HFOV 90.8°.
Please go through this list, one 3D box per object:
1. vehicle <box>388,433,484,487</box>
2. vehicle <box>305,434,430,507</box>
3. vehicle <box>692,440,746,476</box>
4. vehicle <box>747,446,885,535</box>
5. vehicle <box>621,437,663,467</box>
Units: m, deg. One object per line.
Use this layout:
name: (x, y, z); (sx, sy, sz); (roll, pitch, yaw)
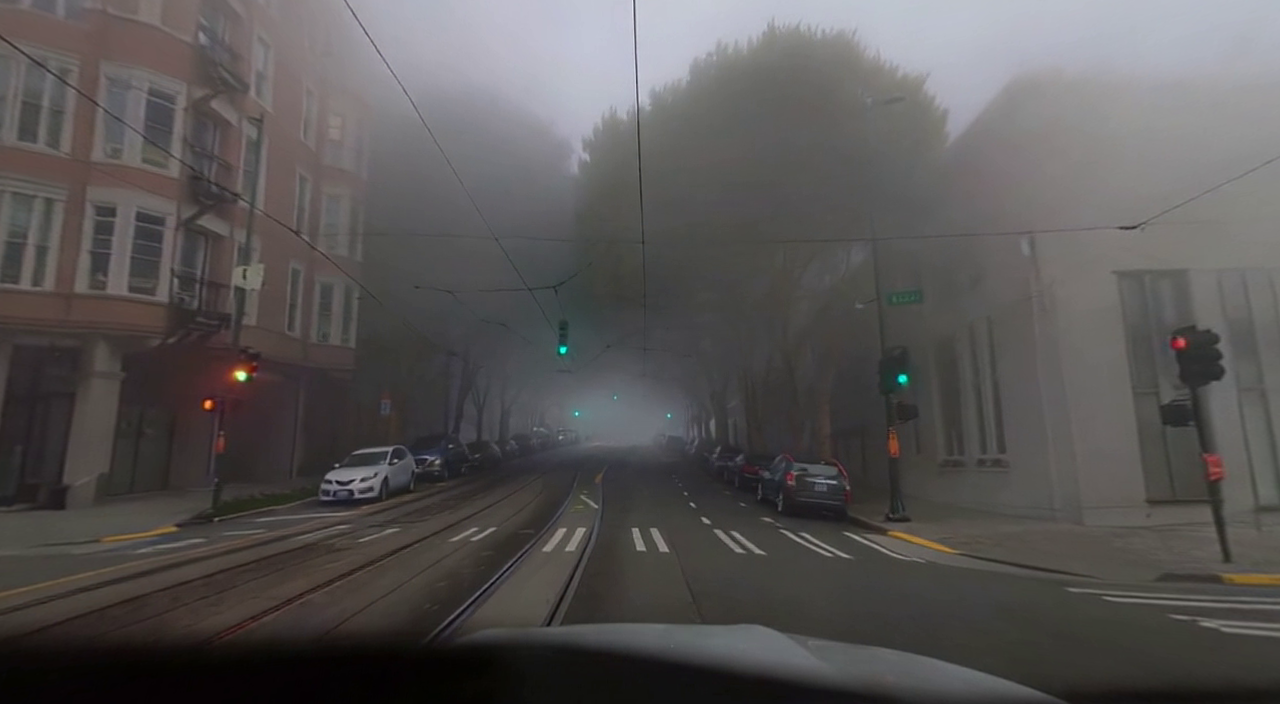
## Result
vehicle: (-7.383, 3.989, 23.410); (1.861, 1.751, 4.550); (1, -9, 2)
vehicle: (-7.400, 3.405, 17.648); (1.779, 1.588, 3.953); (2, -16, -2)
vehicle: (3.730, 5.068, 30.473); (1.890, 1.559, 4.281); (0, -8, -2)
vehicle: (3.878, 3.085, 14.744); (1.929, 1.723, 4.134); (0, -8, -2)
vehicle: (0.058, 5.476, 34.760); (1.984, 1.571, 3.404); (1, -8, -5)
